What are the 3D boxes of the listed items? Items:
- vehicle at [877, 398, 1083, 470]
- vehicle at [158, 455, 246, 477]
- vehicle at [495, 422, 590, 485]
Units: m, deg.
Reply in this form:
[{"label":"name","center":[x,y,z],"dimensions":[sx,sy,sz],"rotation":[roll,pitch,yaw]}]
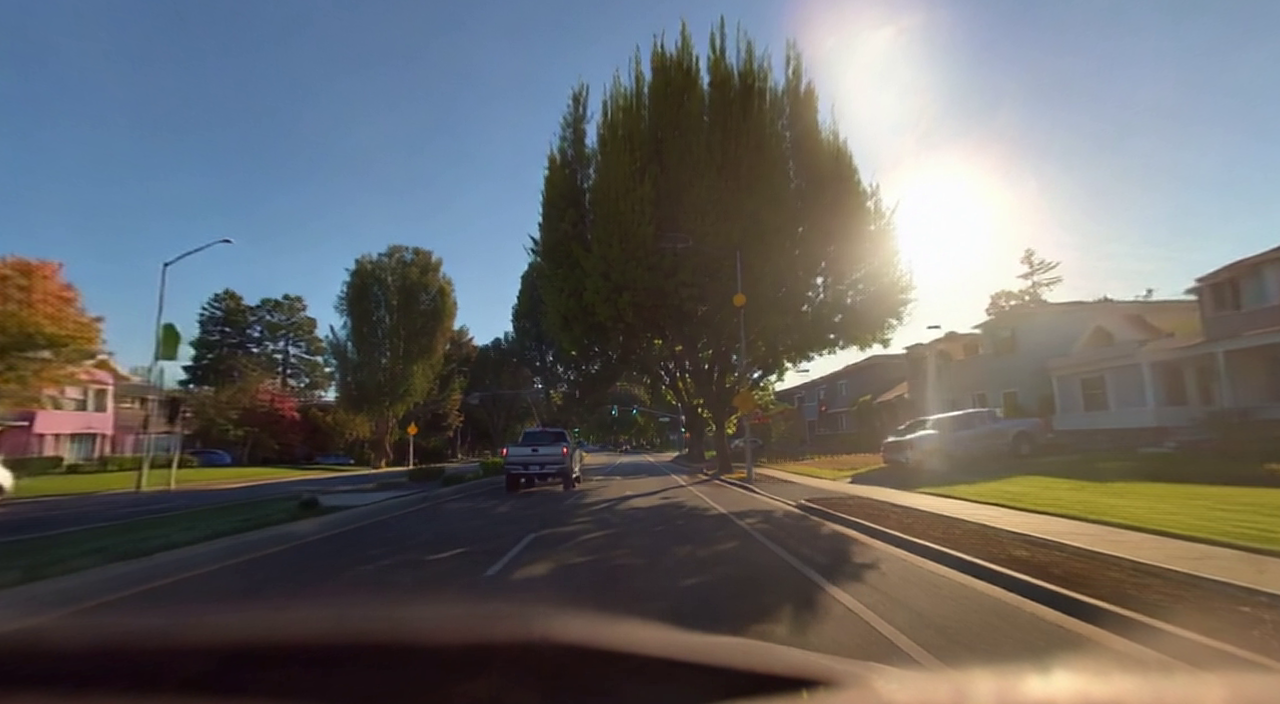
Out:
[{"label":"vehicle","center":[10.037,2.459,18.932],"dimensions":[4.882,1.839,2.243],"rotation":[-1,-8,-8]},{"label":"vehicle","center":[-30.249,7.862,43.714],"dimensions":[4.506,1.453,2.108],"rotation":[0,-9,0]},{"label":"vehicle","center":[-3.378,3.729,23.342],"dimensions":[2.508,2.001,5.880],"rotation":[0,-9,0]}]
